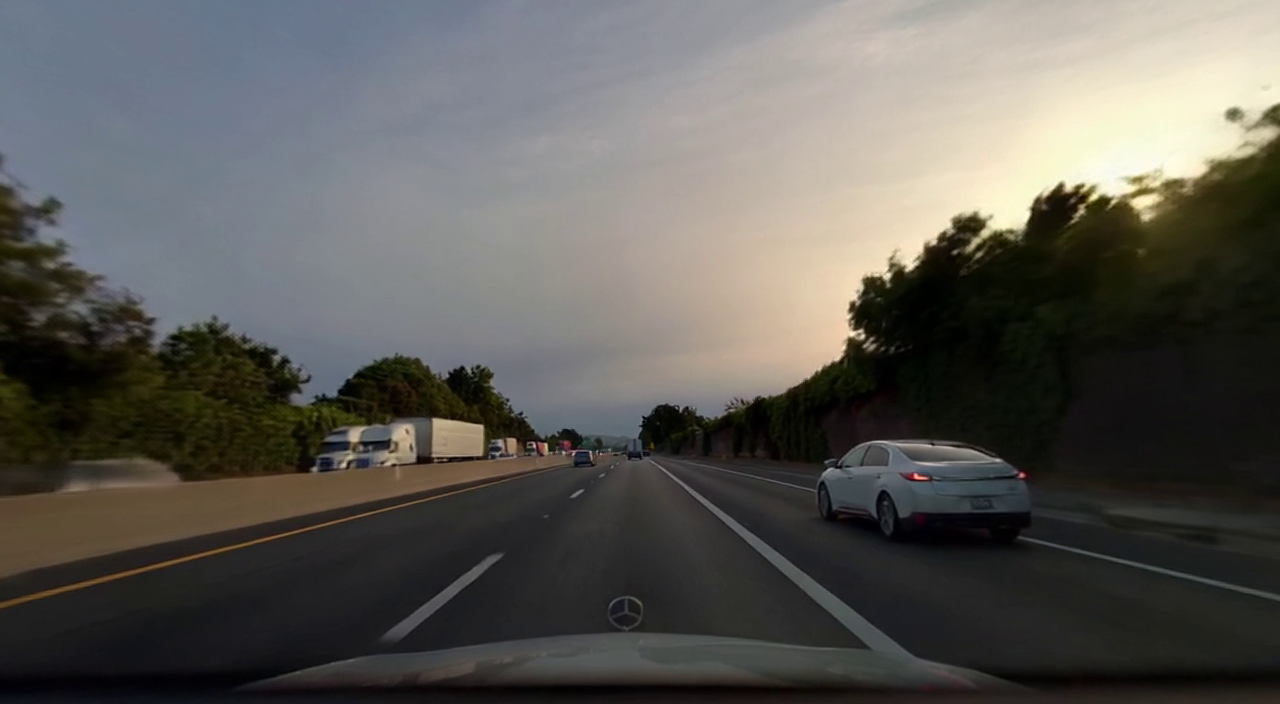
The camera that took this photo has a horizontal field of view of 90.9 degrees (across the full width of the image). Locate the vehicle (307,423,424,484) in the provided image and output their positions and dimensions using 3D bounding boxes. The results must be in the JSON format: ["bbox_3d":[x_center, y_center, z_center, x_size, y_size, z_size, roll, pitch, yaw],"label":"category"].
[{"bbox_3d":[-20.097,7.659,47.557,3.192,3.940,12.557,0,-9,0],"label":"vehicle"}]

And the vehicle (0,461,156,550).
[{"bbox_3d":[-12.563,3.092,13.209,1.783,1.511,3.874,0,-9,-1],"label":"vehicle"}]

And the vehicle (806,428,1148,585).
[{"bbox_3d":[3.879,1.851,8.402,2.053,1.504,4.386,0,-9,-1],"label":"vehicle"}]

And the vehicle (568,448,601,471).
[{"bbox_3d":[-3.811,7.447,43.794,1.978,1.539,3.924,0,-9,0],"label":"vehicle"}]

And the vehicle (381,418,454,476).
[{"bbox_3d":[-16.042,6.930,45.962,2.995,3.939,6.212,0,-9,-1],"label":"vehicle"}]
